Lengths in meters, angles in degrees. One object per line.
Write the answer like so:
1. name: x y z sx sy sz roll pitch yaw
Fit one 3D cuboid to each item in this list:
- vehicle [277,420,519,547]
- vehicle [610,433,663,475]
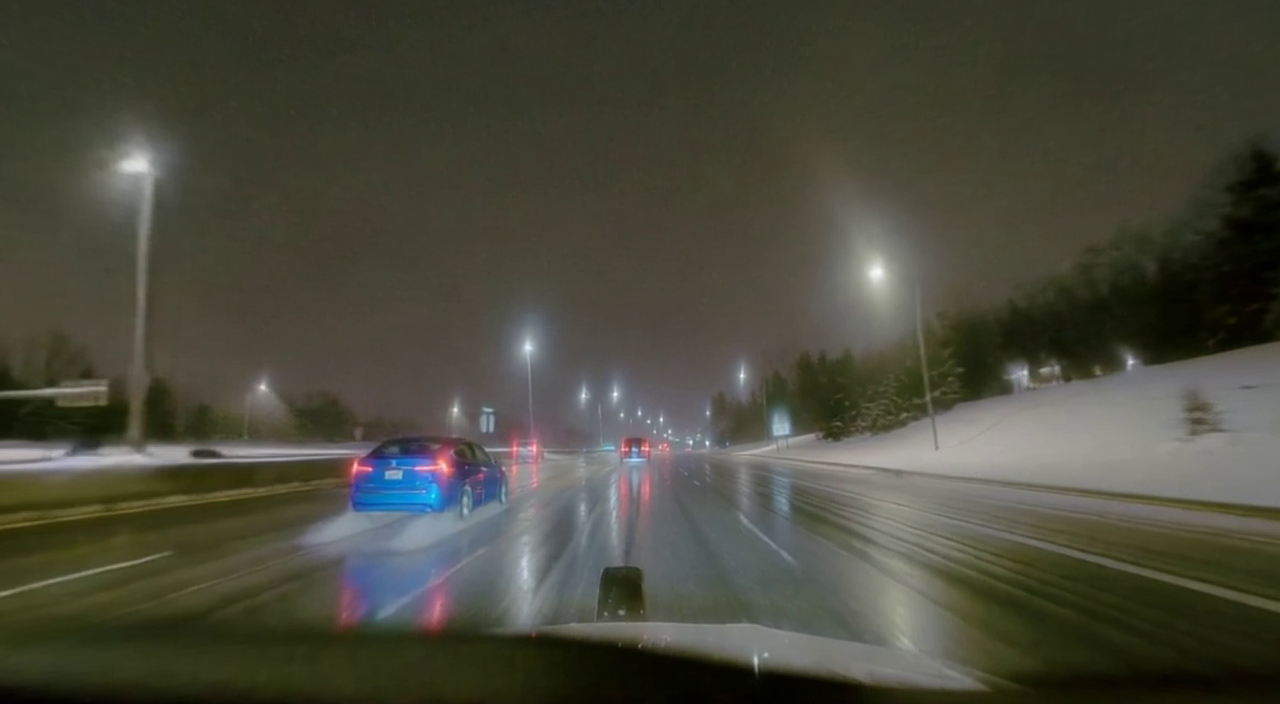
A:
1. vehicle: -3.548 2.025 10.389 2.124 1.607 4.531 0 -8 1
2. vehicle: -0.109 4.475 27.765 2.155 1.690 4.318 0 -8 1
